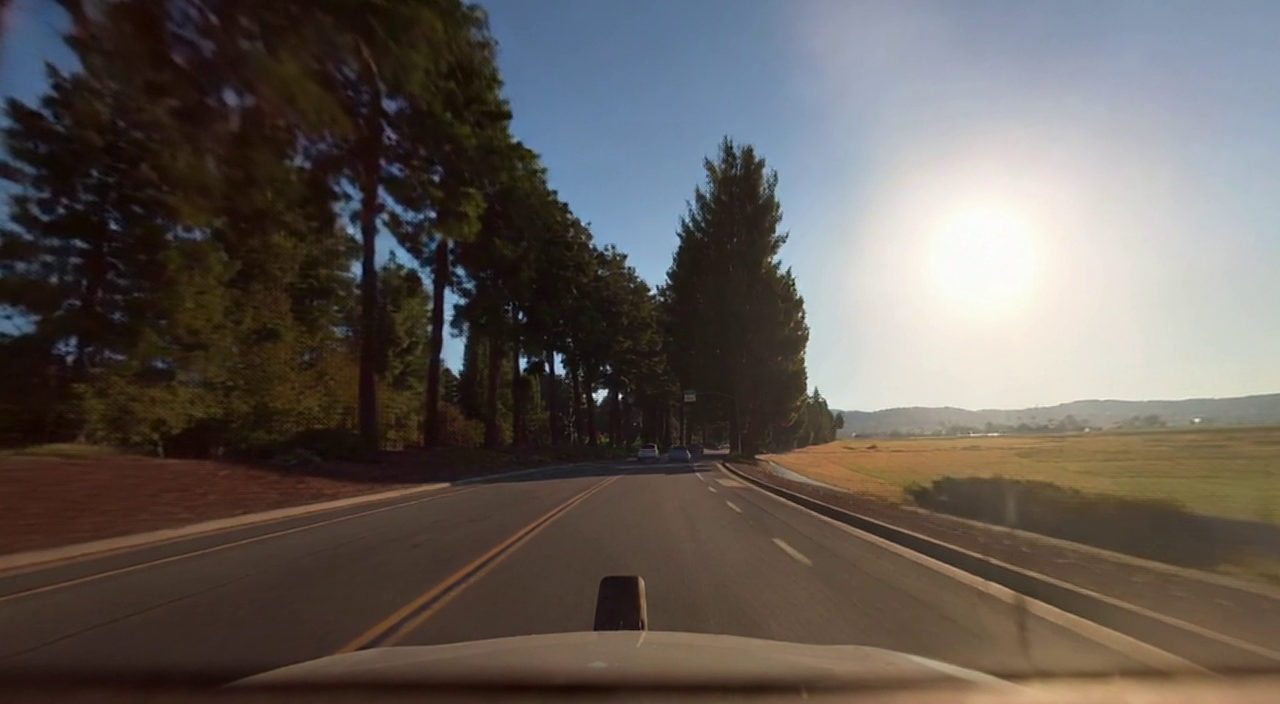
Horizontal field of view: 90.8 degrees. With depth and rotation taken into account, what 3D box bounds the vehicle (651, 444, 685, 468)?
[{"bbox_3d":[1.900,6.881,42.037,2.071,1.474,4.047,-1,-8,5],"label":"vehicle"}]
